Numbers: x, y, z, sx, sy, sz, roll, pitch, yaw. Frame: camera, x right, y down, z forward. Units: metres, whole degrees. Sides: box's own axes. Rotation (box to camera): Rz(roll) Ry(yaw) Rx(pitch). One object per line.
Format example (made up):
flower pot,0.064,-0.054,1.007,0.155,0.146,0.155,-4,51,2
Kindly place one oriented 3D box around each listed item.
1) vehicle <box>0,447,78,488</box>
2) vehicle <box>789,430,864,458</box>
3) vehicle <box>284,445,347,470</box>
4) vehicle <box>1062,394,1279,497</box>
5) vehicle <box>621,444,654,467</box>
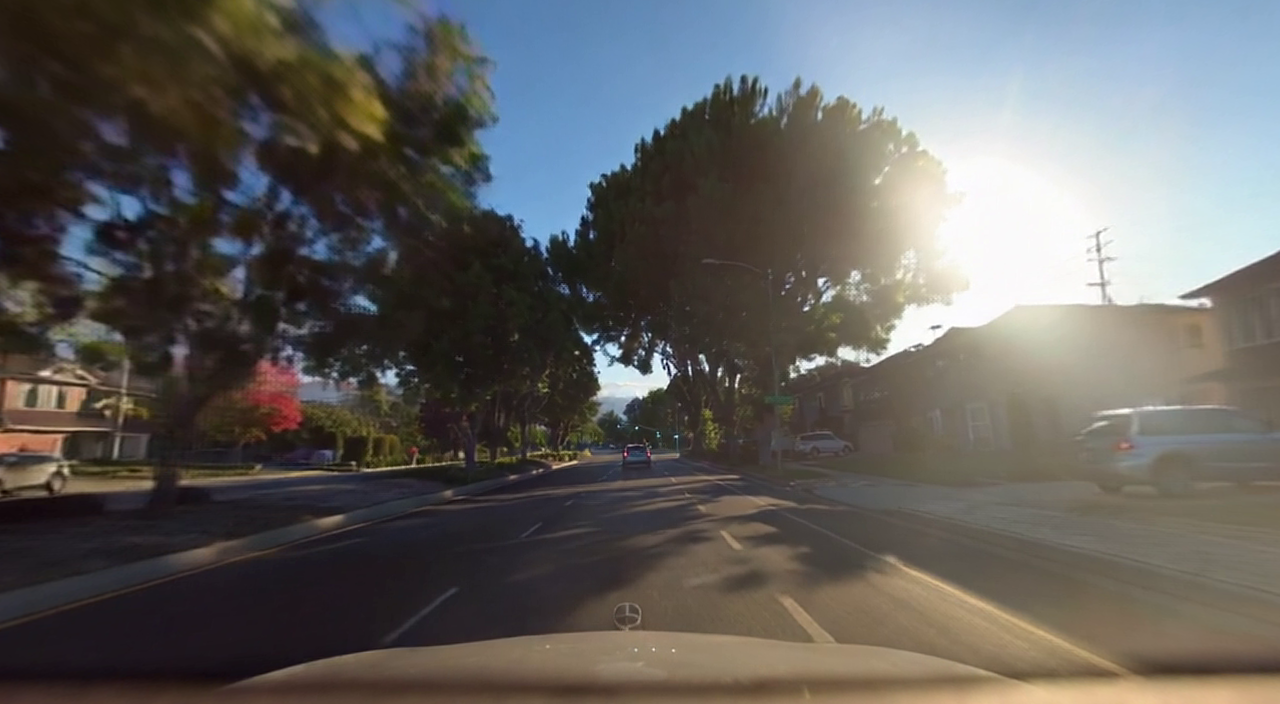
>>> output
vehicle,-24.130,4.378,23.990,1.892,1.455,3.564,0,-8,1
vehicle,13.375,6.630,45.333,4.739,1.918,2.071,0,-8,2
vehicle,-19.673,6.387,38.198,1.836,1.456,3.647,0,-8,0
vehicle,12.243,1.985,13.373,4.923,2.019,1.985,0,-9,2
vehicle,-0.177,6.710,40.912,2.054,1.456,4.003,0,-8,0
